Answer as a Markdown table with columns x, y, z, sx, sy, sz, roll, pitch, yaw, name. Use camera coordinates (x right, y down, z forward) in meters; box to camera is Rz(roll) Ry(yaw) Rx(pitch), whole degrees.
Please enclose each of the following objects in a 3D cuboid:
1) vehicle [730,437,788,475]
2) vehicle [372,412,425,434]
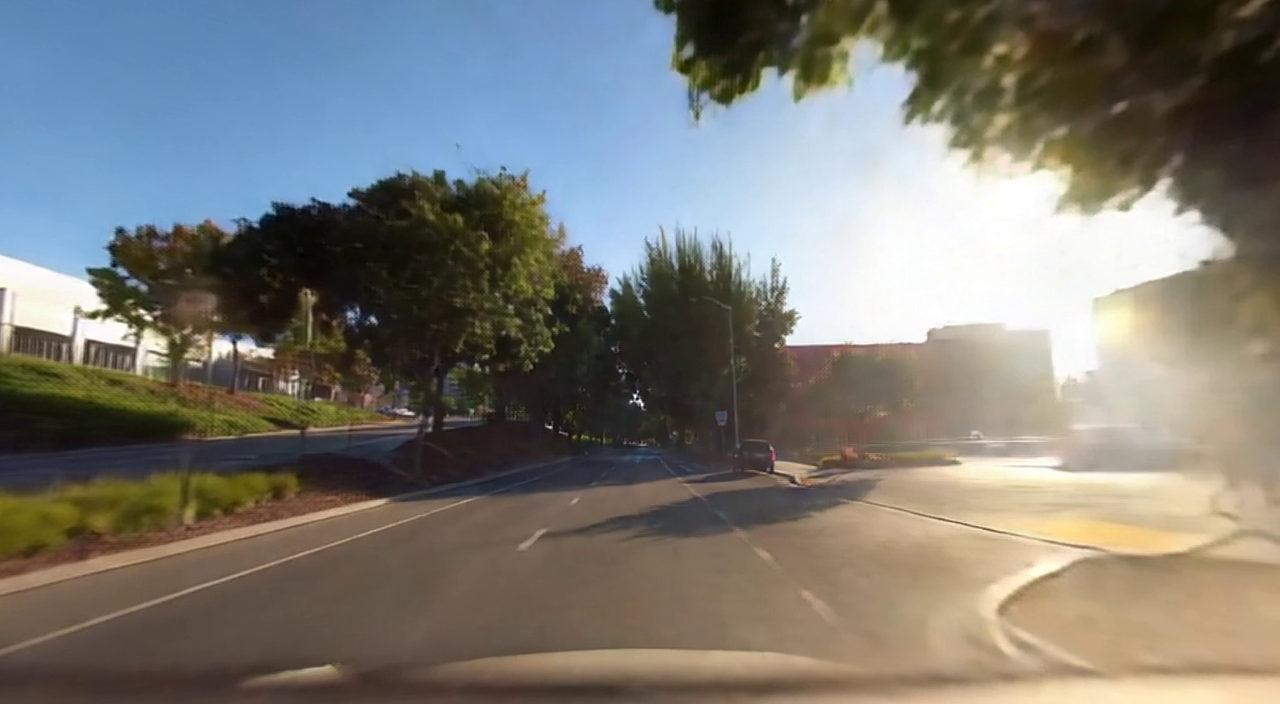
| x | y | z | sx | sy | sz | roll | pitch | yaw | name |
| --- | --- | --- | --- | --- | --- | --- | --- | --- | --- |
| 6.049 | 5.333 | 32.714 | 2.177 | 1.788 | 5.106 | 0 | -8 | 2 | vehicle |
| -17.157 | 5.108 | 44.976 | 1.960 | 1.436 | 4.584 | 0 | -8 | 0 | vehicle |
